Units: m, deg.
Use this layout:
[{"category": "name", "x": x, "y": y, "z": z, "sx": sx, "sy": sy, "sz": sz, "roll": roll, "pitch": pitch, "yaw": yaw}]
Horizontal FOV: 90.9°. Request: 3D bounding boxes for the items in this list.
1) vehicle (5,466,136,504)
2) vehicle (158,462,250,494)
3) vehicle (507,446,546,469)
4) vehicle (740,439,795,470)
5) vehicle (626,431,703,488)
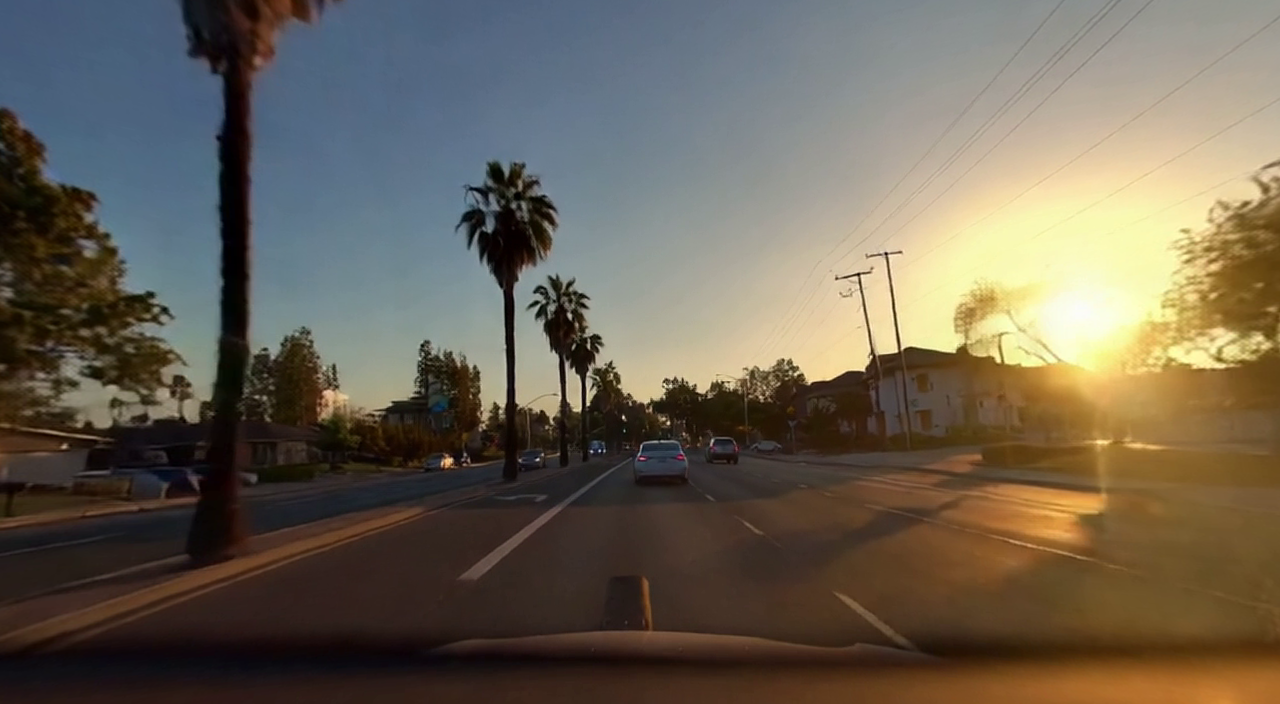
[{"category": "vehicle", "x": -26.436, "y": 6.153, "z": 29.516, "sx": 1.813, "sy": 1.452, "sz": 4.619, "roll": -1, "pitch": -9, "yaw": 0}, {"category": "vehicle", "x": -23.420, "y": 6.760, "z": 34.089, "sx": 1.834, "sy": 1.499, "sz": 4.346, "roll": -1, "pitch": -9, "yaw": 1}, {"category": "vehicle", "x": -8.209, "y": 7.687, "z": 46.129, "sx": 1.951, "sy": 1.499, "sz": 4.710, "roll": -1, "pitch": -9, "yaw": 1}, {"category": "vehicle", "x": 6.631, "y": 5.392, "z": 33.238, "sx": 1.897, "sy": 1.477, "sz": 4.360, "roll": 0, "pitch": -9, "yaw": -1}, {"category": "vehicle", "x": 0.697, "y": 3.562, "z": 21.111, "sx": 2.289, "sy": 1.679, "sz": 4.180, "roll": 0, "pitch": -9, "yaw": -1}]
